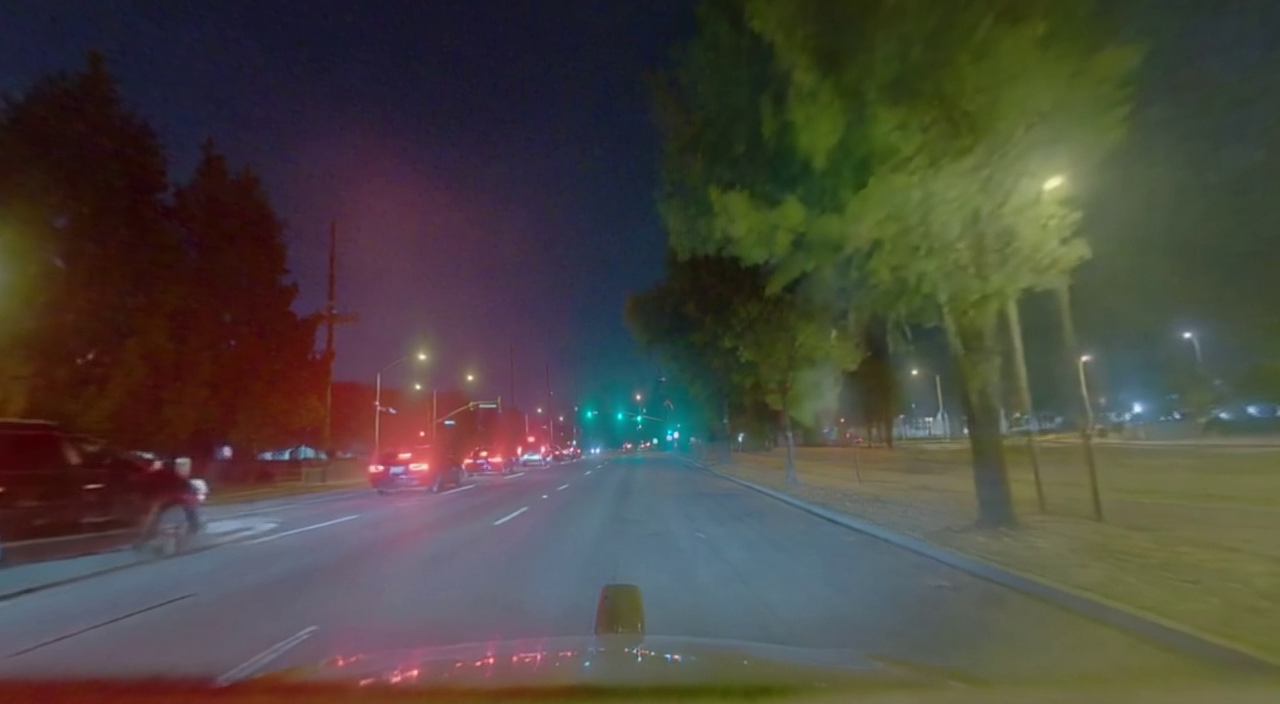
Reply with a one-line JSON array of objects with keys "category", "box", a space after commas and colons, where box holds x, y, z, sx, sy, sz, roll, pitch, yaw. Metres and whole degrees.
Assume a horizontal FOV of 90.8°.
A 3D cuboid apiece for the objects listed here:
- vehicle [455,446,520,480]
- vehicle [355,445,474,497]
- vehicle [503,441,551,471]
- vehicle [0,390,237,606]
[{"category": "vehicle", "box": [-7.096, 5.182, 29.876, 2.008, 1.456, 4.409, 0, -9, 0]}, {"category": "vehicle", "box": [-7.102, 3.784, 20.551, 2.030, 1.482, 4.818, 0, -9, 1]}, {"category": "vehicle", "box": [-7.066, 6.553, 40.059, 2.101, 1.768, 5.040, 0, -9, 0]}, {"category": "vehicle", "box": [-6.783, 1.407, 6.378, 2.337, 1.862, 4.924, 0, -9, -3]}]
